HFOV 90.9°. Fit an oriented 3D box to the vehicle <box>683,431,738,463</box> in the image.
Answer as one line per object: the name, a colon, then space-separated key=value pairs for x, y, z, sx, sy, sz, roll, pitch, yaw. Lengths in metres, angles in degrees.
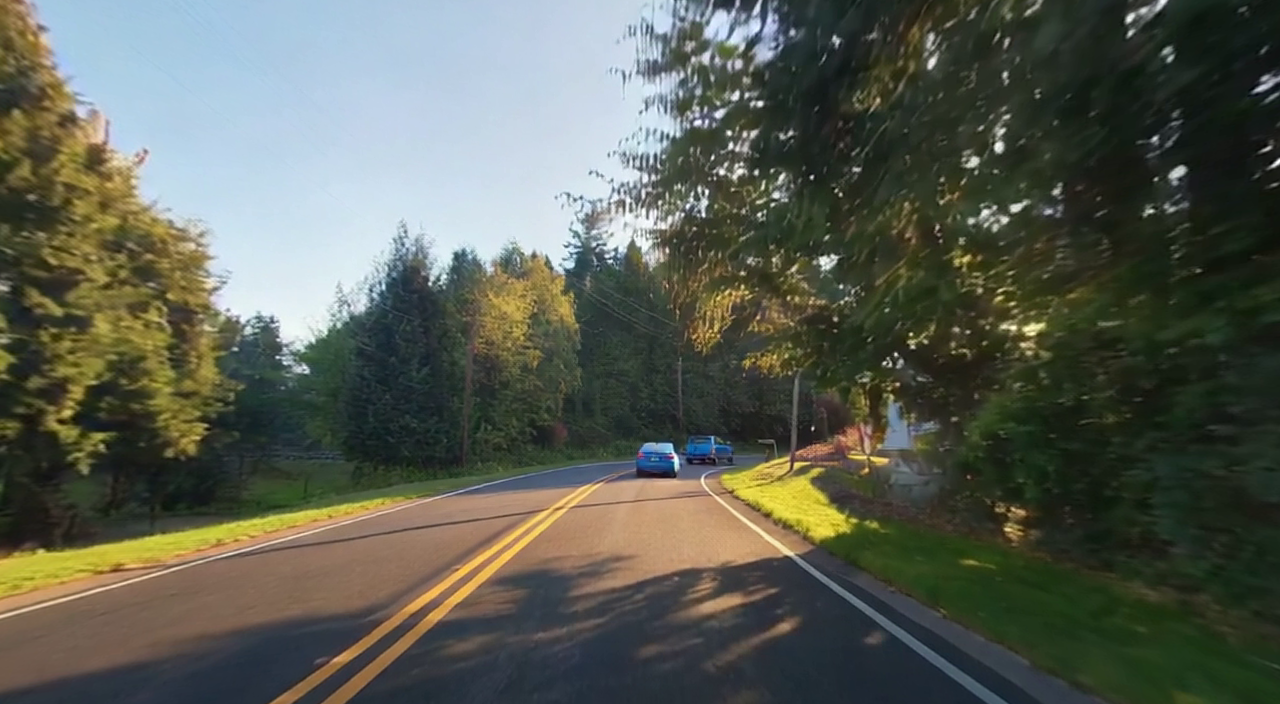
vehicle: x=5.094 y=6.731 z=44.705 sx=2.376 sy=2.145 sz=5.953 roll=-3 pitch=-9 yaw=22

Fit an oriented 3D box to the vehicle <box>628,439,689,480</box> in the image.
vehicle: x=0.848 y=4.447 z=26.393 sx=2.157 sy=1.565 sz=4.243 roll=-1 pitch=-8 yaw=7
